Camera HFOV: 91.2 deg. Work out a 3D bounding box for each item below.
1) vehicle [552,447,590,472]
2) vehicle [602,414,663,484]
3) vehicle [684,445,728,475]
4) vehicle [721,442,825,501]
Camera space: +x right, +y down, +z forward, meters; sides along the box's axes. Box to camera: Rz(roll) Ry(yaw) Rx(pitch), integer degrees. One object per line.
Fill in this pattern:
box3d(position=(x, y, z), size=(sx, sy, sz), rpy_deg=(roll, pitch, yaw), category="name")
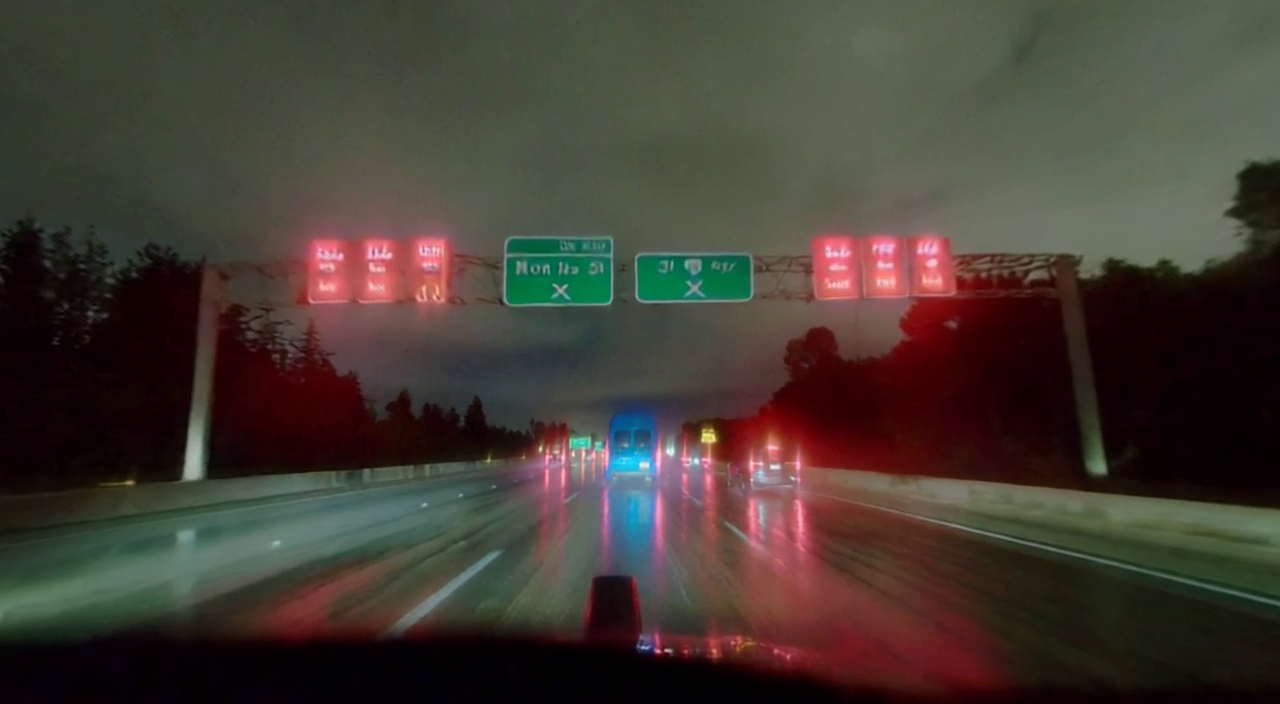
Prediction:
box3d(position=(-4.461, 6.990, 41.004), size=(2.003, 1.498, 4.386), rpy_deg=(0, -9, -1), category="vehicle")
box3d(position=(-0.325, 4.010, 25.901), size=(2.268, 2.551, 5.144), rpy_deg=(0, -9, -1), category="vehicle")
box3d(position=(3.547, 5.924, 34.491), size=(1.978, 1.510, 4.462), rpy_deg=(-1, -9, 0), category="vehicle")
box3d(position=(3.755, 3.473, 18.684), size=(2.015, 1.491, 4.732), rpy_deg=(0, -9, -1), category="vehicle")
